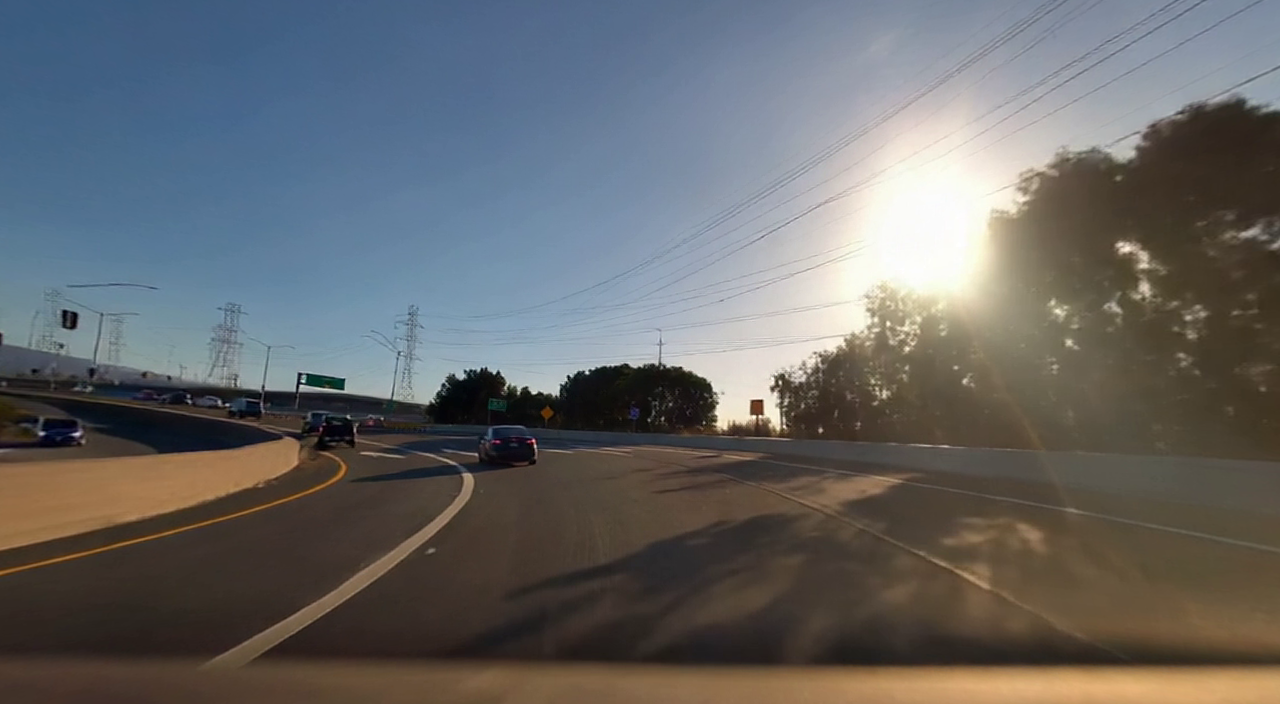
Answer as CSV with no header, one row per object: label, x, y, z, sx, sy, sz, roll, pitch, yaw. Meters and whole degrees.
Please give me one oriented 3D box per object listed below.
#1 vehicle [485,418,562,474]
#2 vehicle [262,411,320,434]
vehicle,-4.149,3.248,21.926,2.140,1.724,4.304,2,-9,-16
vehicle,-26.162,5.323,47.265,4.623,1.501,2.033,-7,-11,37
